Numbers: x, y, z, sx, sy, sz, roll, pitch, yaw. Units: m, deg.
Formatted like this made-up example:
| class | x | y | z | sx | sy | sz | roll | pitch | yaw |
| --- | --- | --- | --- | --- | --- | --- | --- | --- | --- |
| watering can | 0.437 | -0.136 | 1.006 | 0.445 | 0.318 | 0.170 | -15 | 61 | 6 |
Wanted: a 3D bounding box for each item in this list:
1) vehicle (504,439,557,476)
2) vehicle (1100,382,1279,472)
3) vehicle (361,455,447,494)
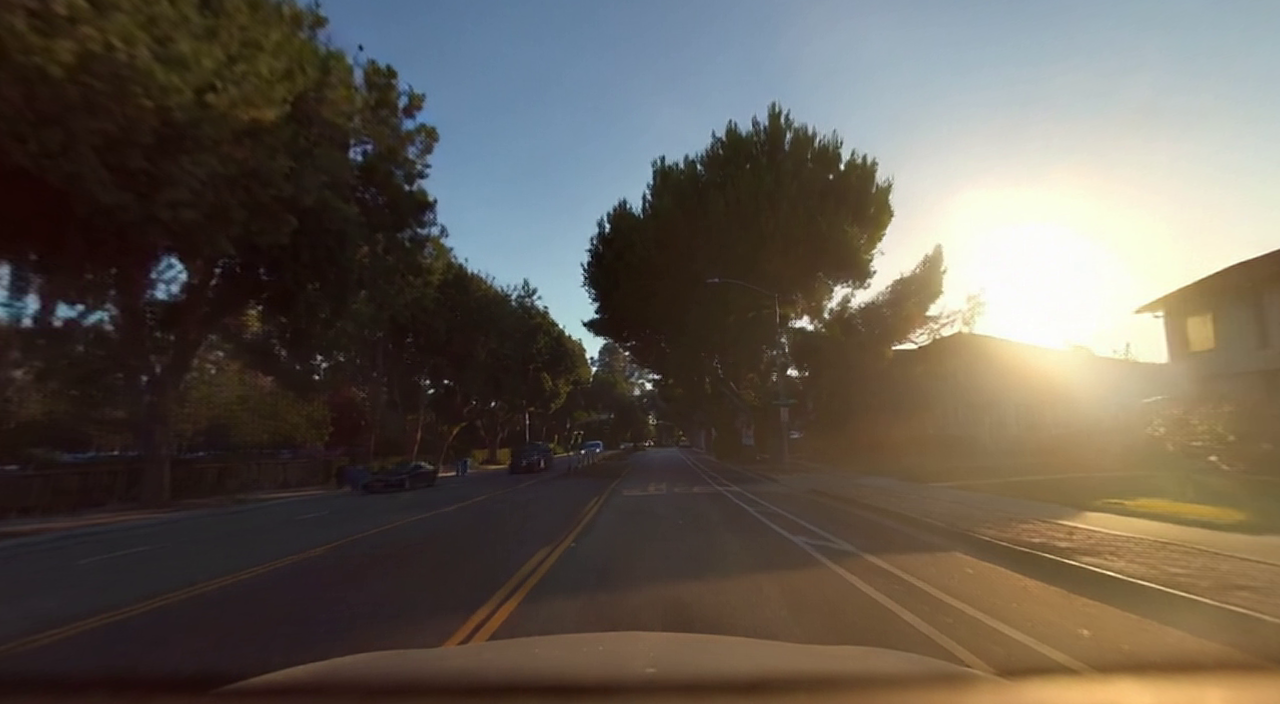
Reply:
| class | x | y | z | sx | sy | sz | roll | pitch | yaw |
| --- | --- | --- | --- | --- | --- | --- | --- | --- | --- |
| vehicle | -6.045 | 5.870 | 35.264 | 2.063 | 1.859 | 4.812 | 0 | -8 | 1 |
| vehicle | 14.133 | 1.823 | 15.276 | 1.968 | 1.835 | 5.277 | -1 | -7 | 1 |
| vehicle | -9.953 | 5.169 | 26.921 | 1.865 | 1.441 | 4.422 | 0 | -8 | 1 |
